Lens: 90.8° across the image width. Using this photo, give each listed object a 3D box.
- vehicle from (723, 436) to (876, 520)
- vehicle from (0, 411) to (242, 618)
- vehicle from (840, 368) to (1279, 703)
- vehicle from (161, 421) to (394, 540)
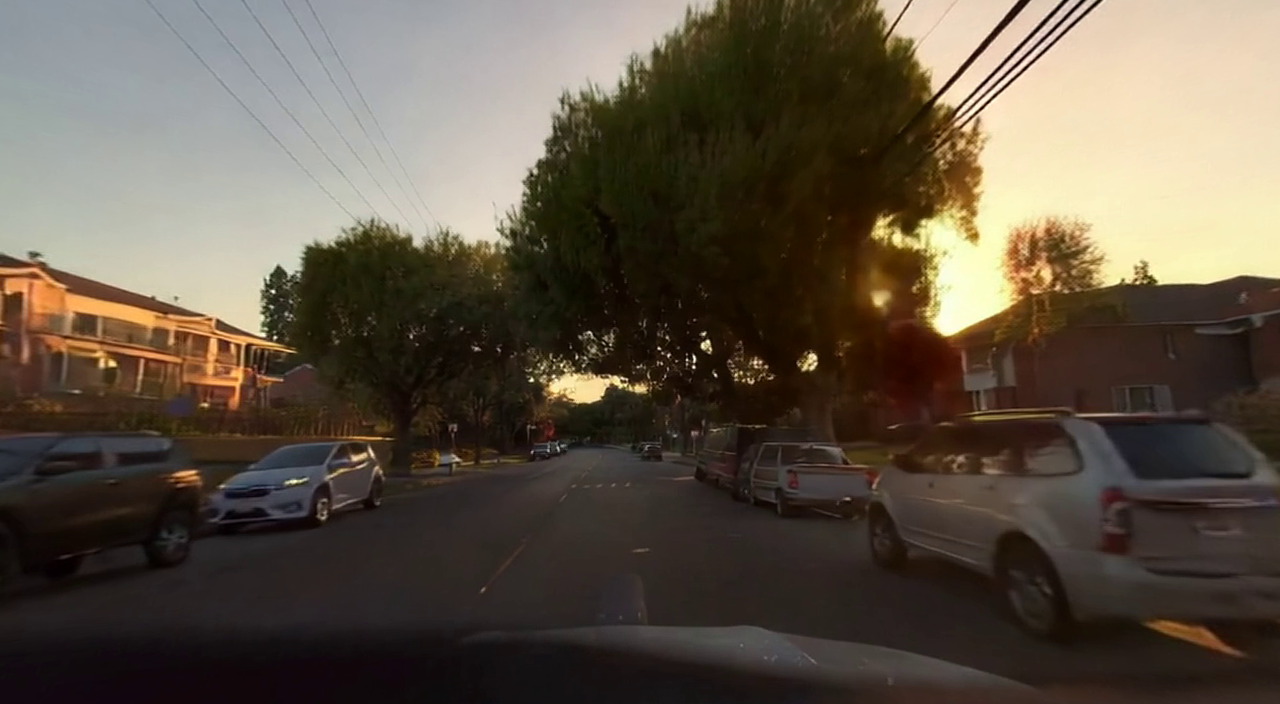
[{"bbox_3d":[3.299,2.715,14.235,1.895,1.537,4.844,1,-9,-4],"label":"vehicle"},{"bbox_3d":[-6.490,1.569,6.614,1.988,1.734,4.400,-1,-8,-4],"label":"vehicle"},{"bbox_3d":[3.352,1.263,5.310,1.936,1.756,4.127,0,-9,-1],"label":"vehicle"},{"bbox_3d":[-6.710,2.372,12.460,1.992,1.853,4.561,-1,-8,-2],"label":"vehicle"}]
